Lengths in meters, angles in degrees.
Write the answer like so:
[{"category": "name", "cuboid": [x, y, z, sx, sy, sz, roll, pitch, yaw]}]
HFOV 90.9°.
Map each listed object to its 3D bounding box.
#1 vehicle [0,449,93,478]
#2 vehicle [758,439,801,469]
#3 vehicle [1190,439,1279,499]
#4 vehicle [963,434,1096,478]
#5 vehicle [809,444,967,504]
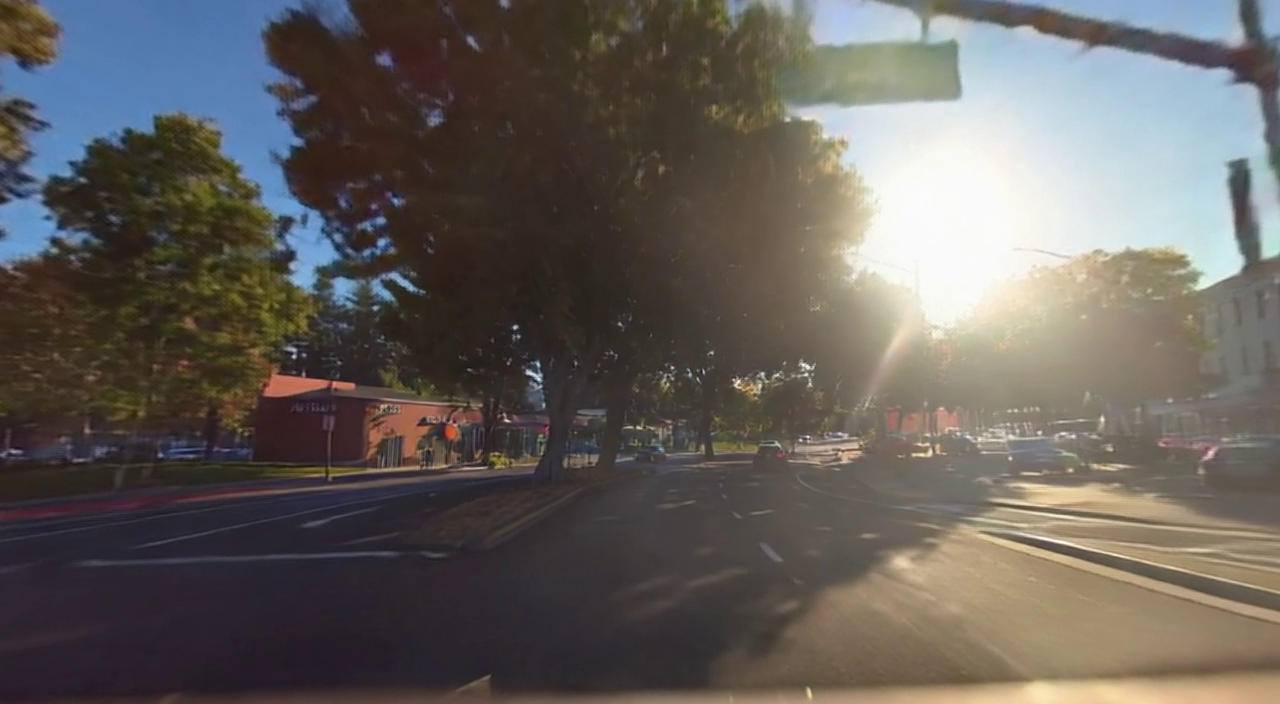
[{"category": "vehicle", "cuboid": [-37.835, 7.021, 40.035, 2.143, 1.624, 4.728, 2, -8, -5]}, {"category": "vehicle", "cuboid": [8.628, 6.220, 38.696, 2.311, 1.715, 4.287, -2, -9, 16]}, {"category": "vehicle", "cuboid": [18.498, 3.403, 18.658, 4.135, 1.580, 1.908, 5, -10, -29]}, {"category": "vehicle", "cuboid": [17.467, 4.670, 28.561, 4.557, 1.825, 2.350, -2, -9, 14]}, {"category": "vehicle", "cuboid": [6.862, 3.380, 18.067, 1.938, 1.466, 4.434, 2, -9, -14]}]
